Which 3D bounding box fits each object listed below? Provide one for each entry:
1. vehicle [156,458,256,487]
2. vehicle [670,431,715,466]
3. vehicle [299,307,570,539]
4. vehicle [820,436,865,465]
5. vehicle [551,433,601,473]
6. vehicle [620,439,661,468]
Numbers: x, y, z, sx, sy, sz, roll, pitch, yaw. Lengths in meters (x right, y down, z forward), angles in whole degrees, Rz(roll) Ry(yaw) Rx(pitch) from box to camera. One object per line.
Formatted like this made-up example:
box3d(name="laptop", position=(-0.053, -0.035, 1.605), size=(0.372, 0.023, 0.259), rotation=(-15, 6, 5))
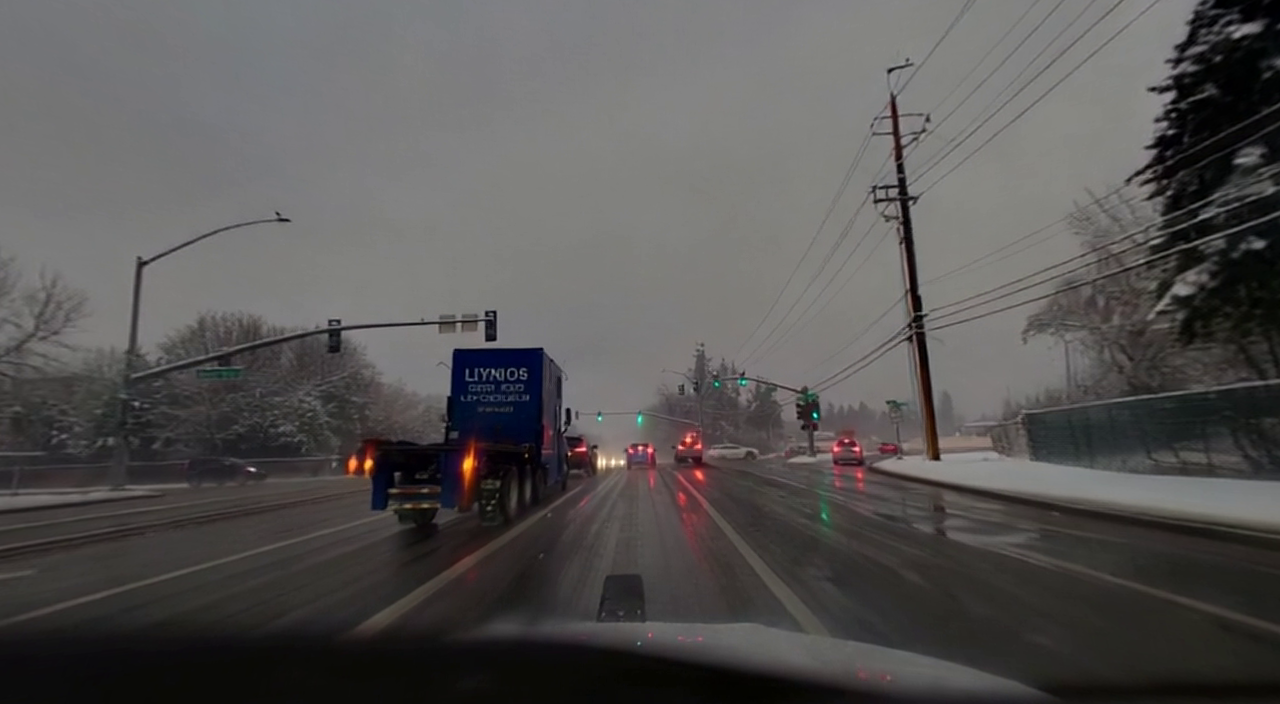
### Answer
box3d(name="vehicle", position=(-27.633, 7.681, 40.425), size=(4.718, 1.630, 2.087), rotation=(2, -9, -14))
box3d(name="vehicle", position=(2.932, 5.552, 36.332), size=(2.086, 1.849, 4.607), rotation=(0, -8, -1))
box3d(name="vehicle", position=(-3.399, 1.599, 13.324), size=(2.889, 3.347, 8.285), rotation=(0, -8, 0))
box3d(name="vehicle", position=(12.350, 5.940, 38.260), size=(2.102, 1.662, 4.533), rotation=(-4, -9, 23))
box3d(name="vehicle", position=(-3.133, 5.070, 31.894), size=(1.994, 1.806, 4.564), rotation=(0, -8, 1))
box3d(name="vehicle", position=(0.018, 5.571, 34.923), size=(2.117, 1.499, 4.036), rotation=(0, -8, -1))
